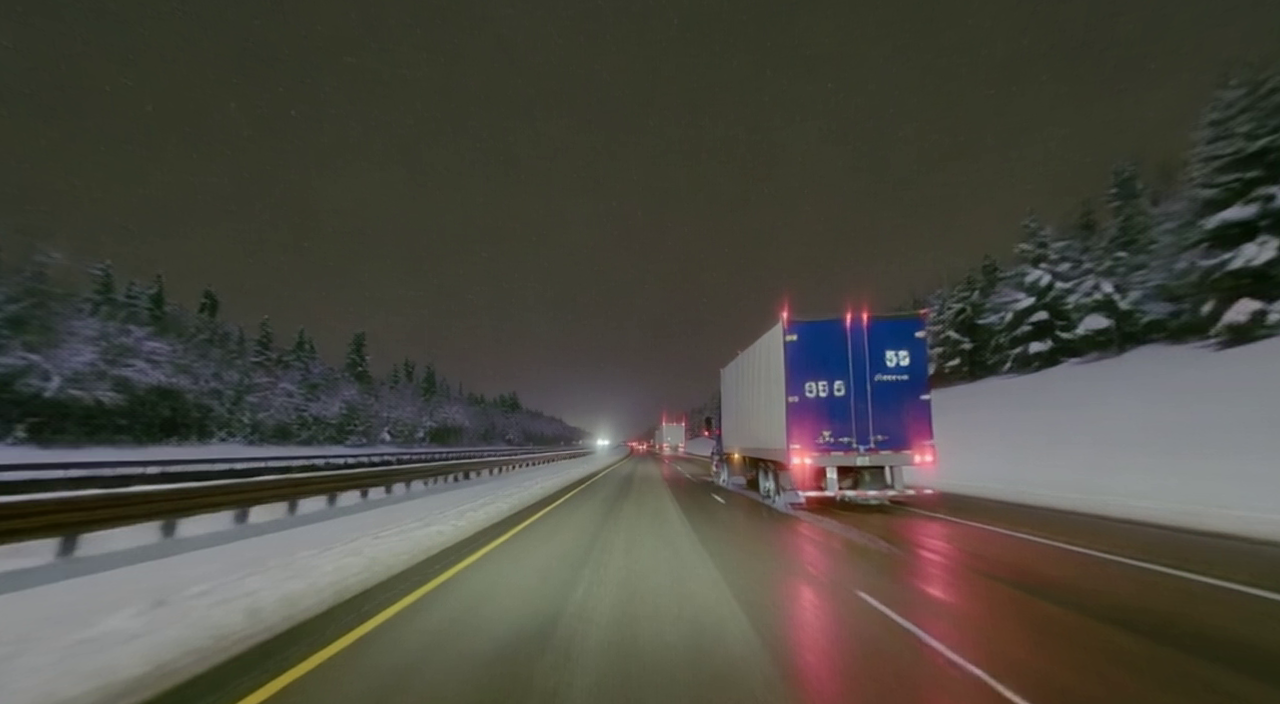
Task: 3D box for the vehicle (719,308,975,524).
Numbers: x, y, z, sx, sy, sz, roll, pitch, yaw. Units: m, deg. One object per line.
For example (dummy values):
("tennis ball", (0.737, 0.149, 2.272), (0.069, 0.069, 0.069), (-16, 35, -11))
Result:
("vehicle", (4.173, 1.850, 15.999), (3.107, 3.718, 10.231), (0, -9, 1))
